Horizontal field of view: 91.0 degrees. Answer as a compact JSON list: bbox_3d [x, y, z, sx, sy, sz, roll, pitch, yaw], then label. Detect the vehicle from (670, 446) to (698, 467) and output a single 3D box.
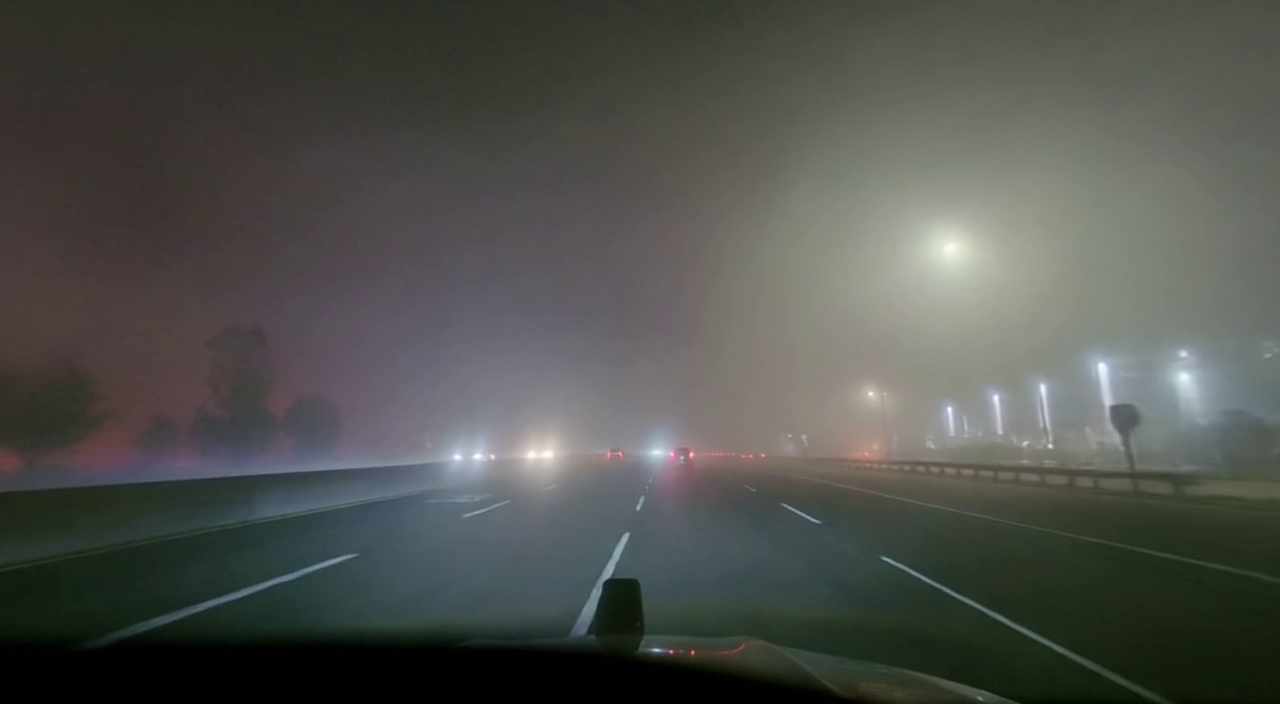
[{"bbox_3d":[3.437,8.233,49.883,1.974,1.557,4.479,0,-9,1],"label":"vehicle"}]
